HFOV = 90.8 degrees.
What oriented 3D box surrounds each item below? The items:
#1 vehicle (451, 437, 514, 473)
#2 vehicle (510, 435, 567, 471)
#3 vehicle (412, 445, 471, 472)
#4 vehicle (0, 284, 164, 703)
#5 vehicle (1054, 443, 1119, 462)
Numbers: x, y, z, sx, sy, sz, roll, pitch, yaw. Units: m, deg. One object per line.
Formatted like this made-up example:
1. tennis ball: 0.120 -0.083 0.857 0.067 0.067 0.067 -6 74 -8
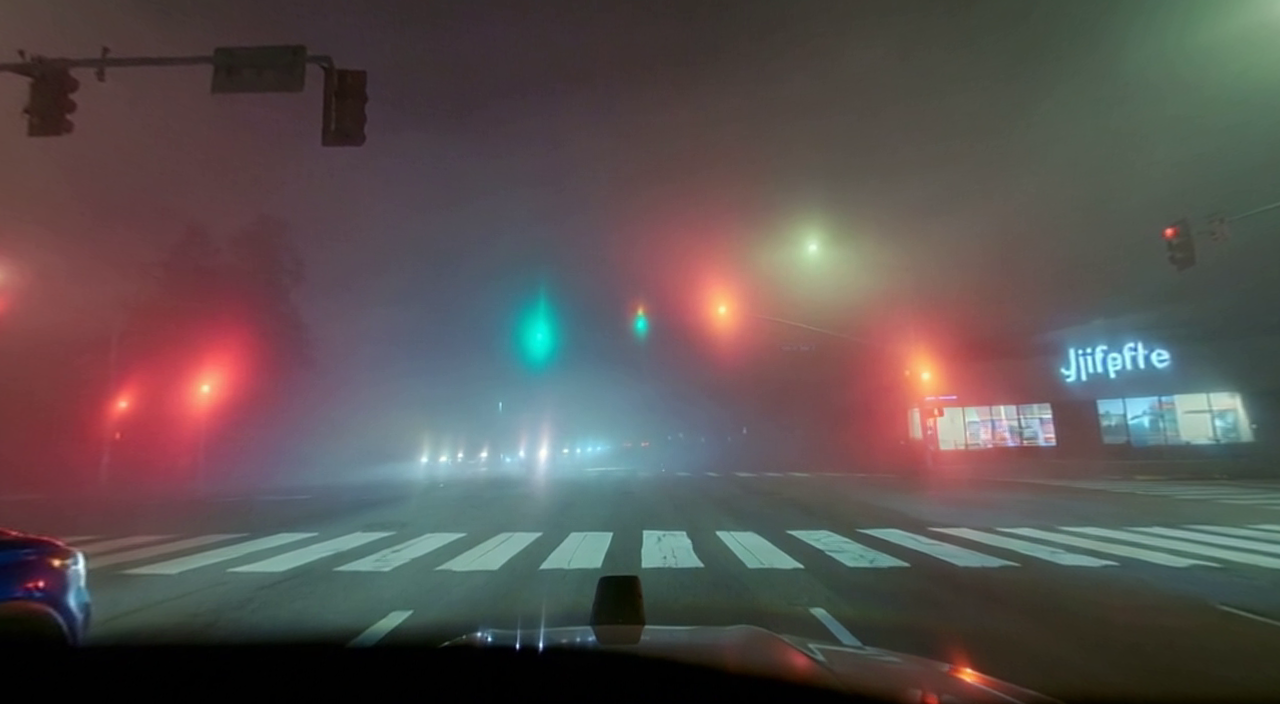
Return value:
1. vehicle: -8.416 5.536 34.327 2.273 1.791 4.809 0 -8 -1
2. vehicle: -5.439 5.497 34.637 2.384 1.787 5.038 0 -8 -2
3. vehicle: -11.323 6.075 36.330 2.003 1.476 4.082 0 -8 1
4. vehicle: -3.323 0.441 0.309 2.313 1.883 5.016 0 -9 -1
5. vehicle: 34.363 7.749 48.706 3.740 1.433 1.646 0 -8 -2
